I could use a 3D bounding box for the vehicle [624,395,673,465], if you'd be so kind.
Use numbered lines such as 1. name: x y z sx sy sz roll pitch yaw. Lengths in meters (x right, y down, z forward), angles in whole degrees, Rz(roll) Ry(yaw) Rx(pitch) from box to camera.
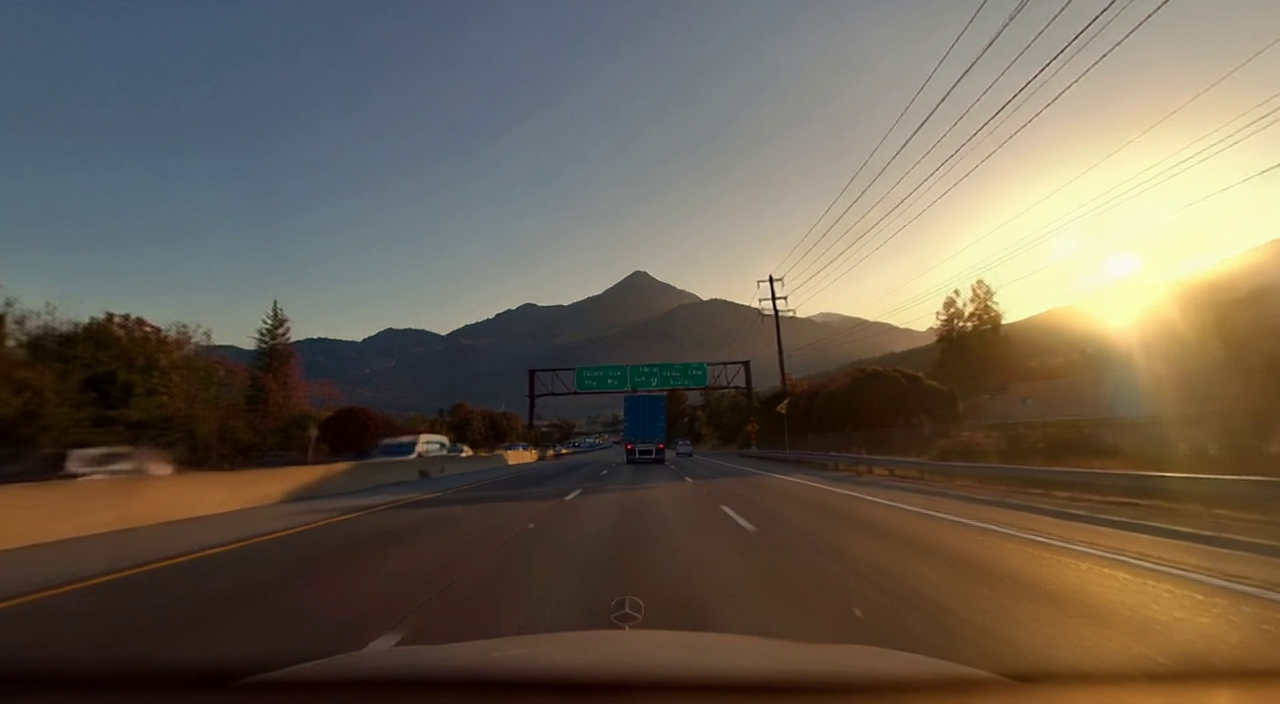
1. vehicle: 0.431 5.426 42.898 2.919 4.101 11.541 0 -8 -1

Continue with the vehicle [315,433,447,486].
1. vehicle: -11.459 4.866 29.114 2.034 2.006 9.585 0 -8 0

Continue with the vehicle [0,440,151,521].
1. vehicle: -16.143 3.231 16.194 2.118 1.889 6.262 0 -8 0
